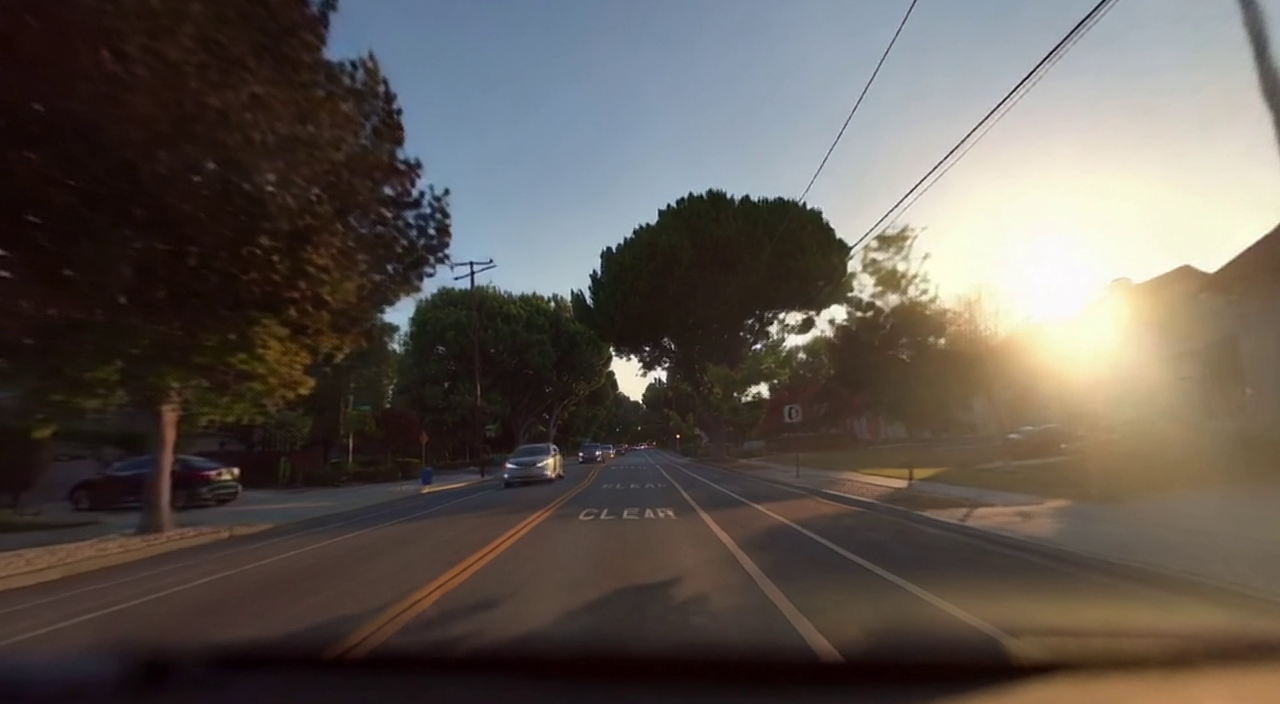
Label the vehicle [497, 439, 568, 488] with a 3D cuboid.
[{"bbox_3d":[-4.155,4.360,25.166,2.055,1.757,4.494,0,-8,0],"label":"vehicle"}]

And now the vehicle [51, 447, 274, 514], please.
[{"bbox_3d":[-13.744,3.697,18.472,4.607,1.772,2.261,0,-8,-1],"label":"vehicle"}]
